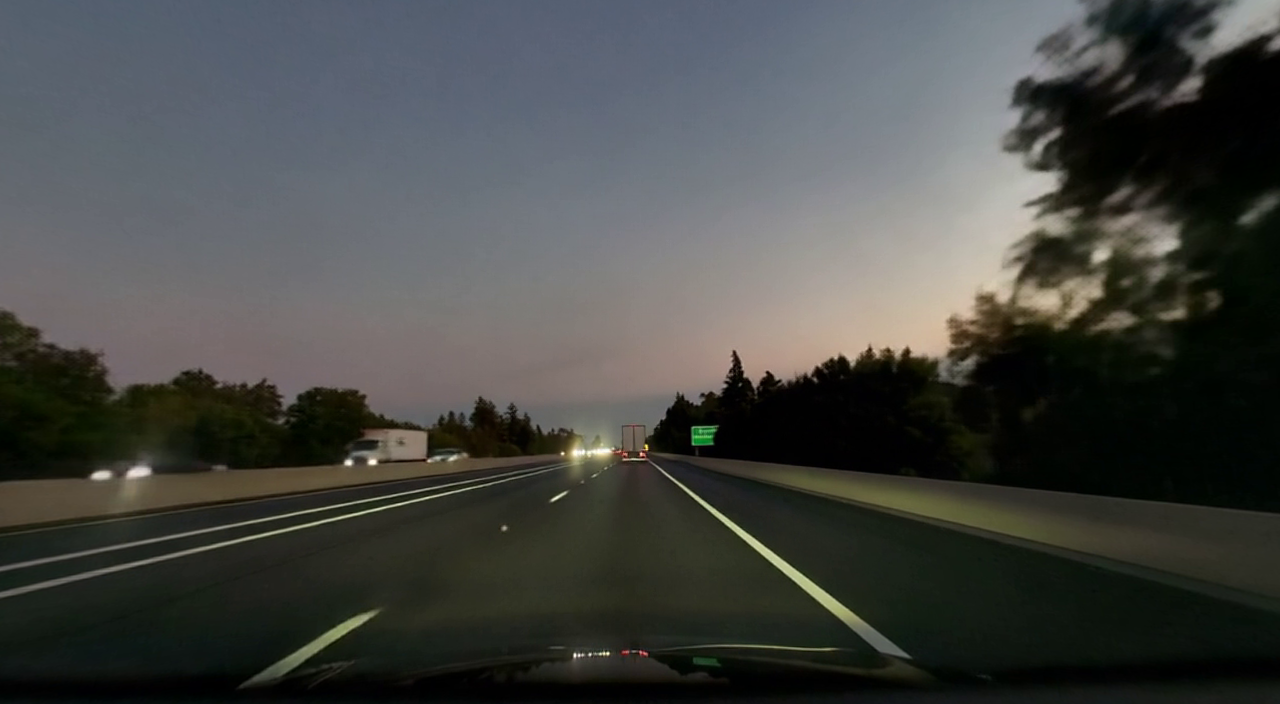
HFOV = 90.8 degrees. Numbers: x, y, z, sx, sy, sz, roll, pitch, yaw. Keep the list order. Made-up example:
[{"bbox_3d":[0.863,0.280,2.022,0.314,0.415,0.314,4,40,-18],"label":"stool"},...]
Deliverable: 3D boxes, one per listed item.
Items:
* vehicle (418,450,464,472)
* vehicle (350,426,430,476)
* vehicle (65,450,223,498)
[{"bbox_3d":[-13.717,7.539,43.755,1.893,1.486,4.135,0,-9,0],"label":"vehicle"},{"bbox_3d":[-17.830,7.157,45.632,2.698,3.285,7.761,0,-9,-1],"label":"vehicle"},{"bbox_3d":[-17.998,4.427,23.296,1.950,1.586,4.785,0,-9,0],"label":"vehicle"}]
